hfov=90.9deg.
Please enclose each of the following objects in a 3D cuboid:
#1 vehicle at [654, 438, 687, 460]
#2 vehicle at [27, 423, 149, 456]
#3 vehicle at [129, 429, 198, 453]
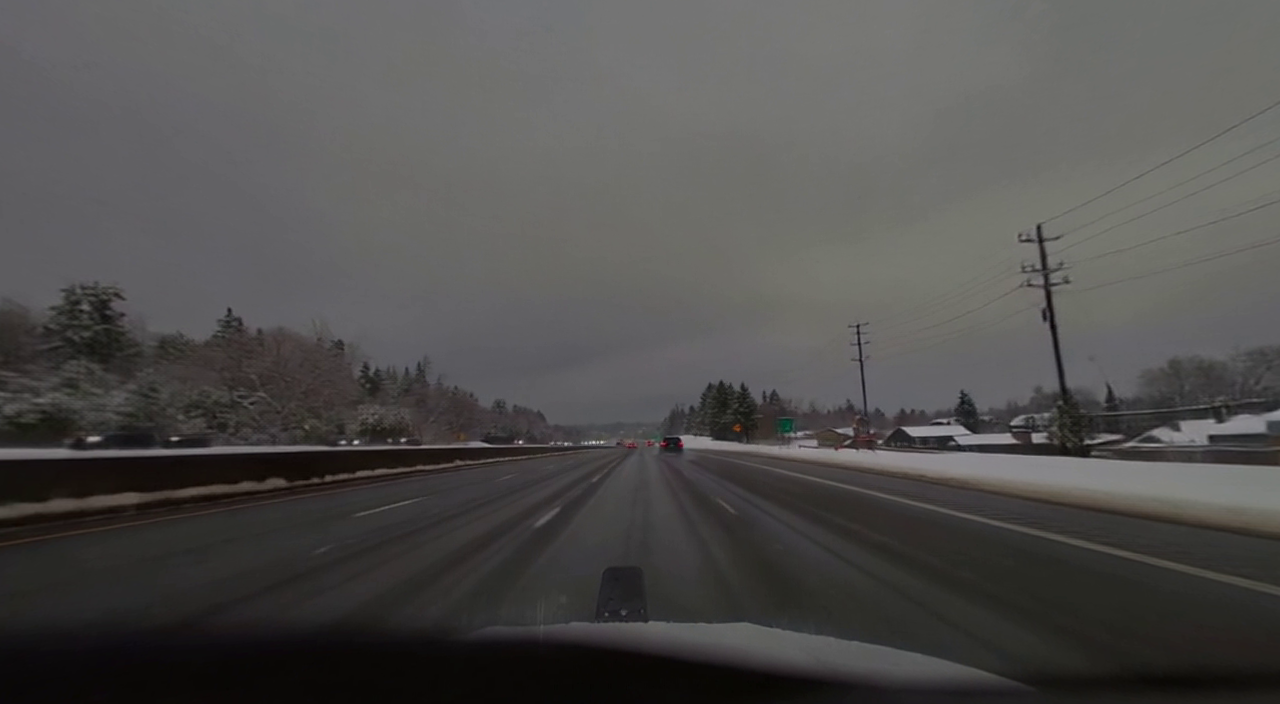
[{"bbox_3d":[2.113,6.981,45.541,2.036,1.486,4.375,0,-8,-2],"label":"vehicle"},{"bbox_3d":[-26.312,4.216,30.302,1.791,1.455,4.487,0,-8,0],"label":"vehicle"},{"bbox_3d":[-33.453,6.276,44.402,1.852,1.606,3.908,0,-8,-1],"label":"vehicle"}]
